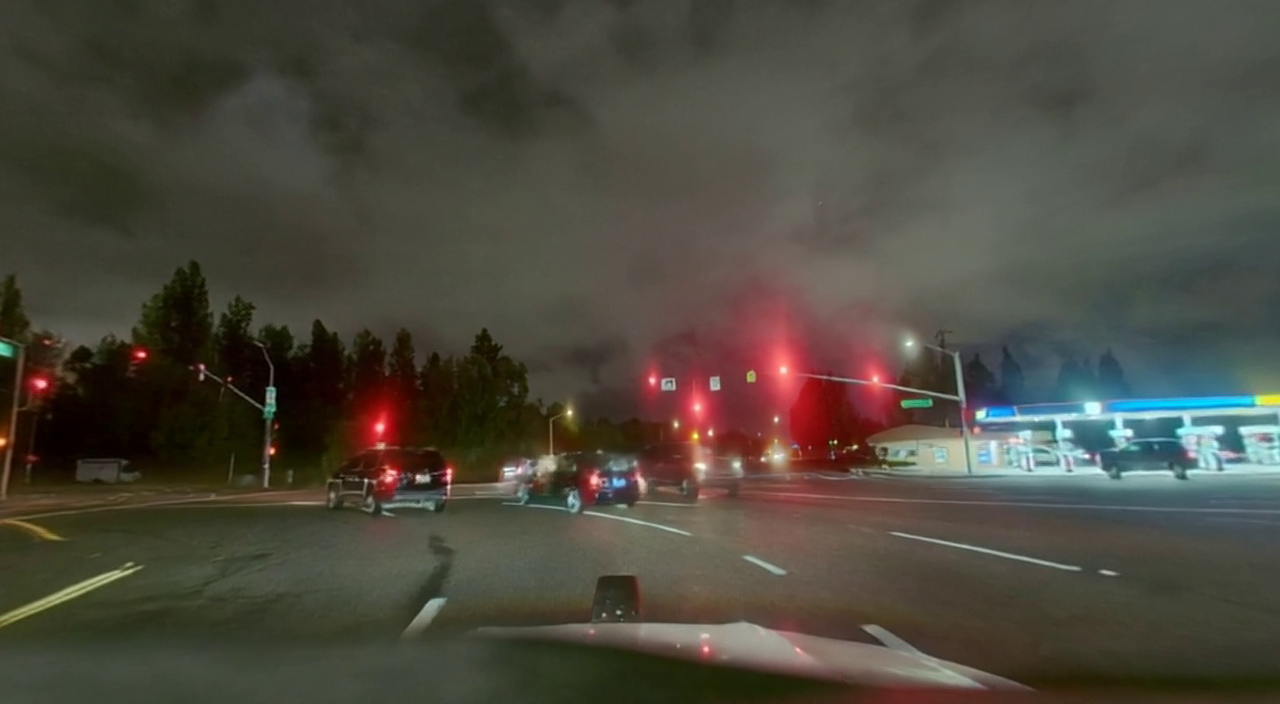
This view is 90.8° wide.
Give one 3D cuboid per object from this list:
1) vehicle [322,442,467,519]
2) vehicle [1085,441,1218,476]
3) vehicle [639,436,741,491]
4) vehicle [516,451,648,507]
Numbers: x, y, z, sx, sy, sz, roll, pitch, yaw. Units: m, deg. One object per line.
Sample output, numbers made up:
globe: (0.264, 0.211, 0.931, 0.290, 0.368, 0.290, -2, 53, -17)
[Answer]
vehicle: (-6.798, 3.364, 17.177, 2.351, 1.733, 4.616, 6, -10, -38)
vehicle: (27.250, 5.689, 33.899, 4.952, 1.745, 2.184, -3, -9, 17)
vehicle: (1.727, 4.136, 23.694, 2.016, 1.828, 4.503, 3, -10, -21)
vehicle: (-1.872, 3.719, 19.052, 1.965, 1.460, 4.581, 6, -11, -34)
